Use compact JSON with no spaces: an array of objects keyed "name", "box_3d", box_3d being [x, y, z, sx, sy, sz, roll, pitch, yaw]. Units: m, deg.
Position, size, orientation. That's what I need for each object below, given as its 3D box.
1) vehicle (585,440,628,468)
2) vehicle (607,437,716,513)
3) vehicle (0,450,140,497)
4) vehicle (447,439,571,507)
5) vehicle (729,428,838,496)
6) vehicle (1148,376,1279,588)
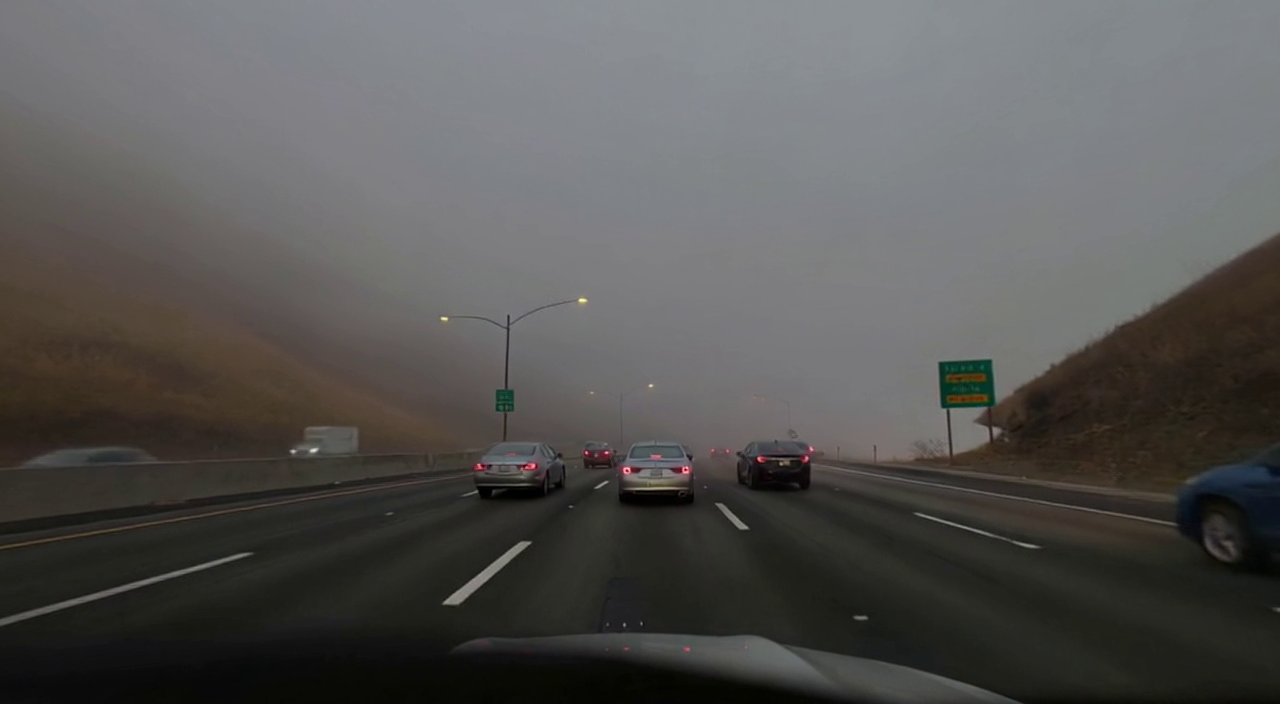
[{"name":"vehicle","box_3d":[-1.976,6.152,38.196,2.034,1.572,4.444,-1,-8,4]},{"name":"vehicle","box_3d":[0.454,2.644,14.018,2.072,1.431,3.904,-1,-8,2]},{"name":"vehicle","box_3d":[-20.136,4.166,22.027,1.790,1.461,4.165,-1,-8,2]},{"name":"vehicle","box_3d":[-3.068,2.932,15.811,2.017,1.446,4.384,-1,-8,2]},{"name":"vehicle","box_3d":[3.971,3.140,18.372,2.083,1.693,4.740,0,-8,1]},{"name":"vehicle","box_3d":[6.692,0.969,4.414,2.210,1.831,4.843,0,-8,0]}]
